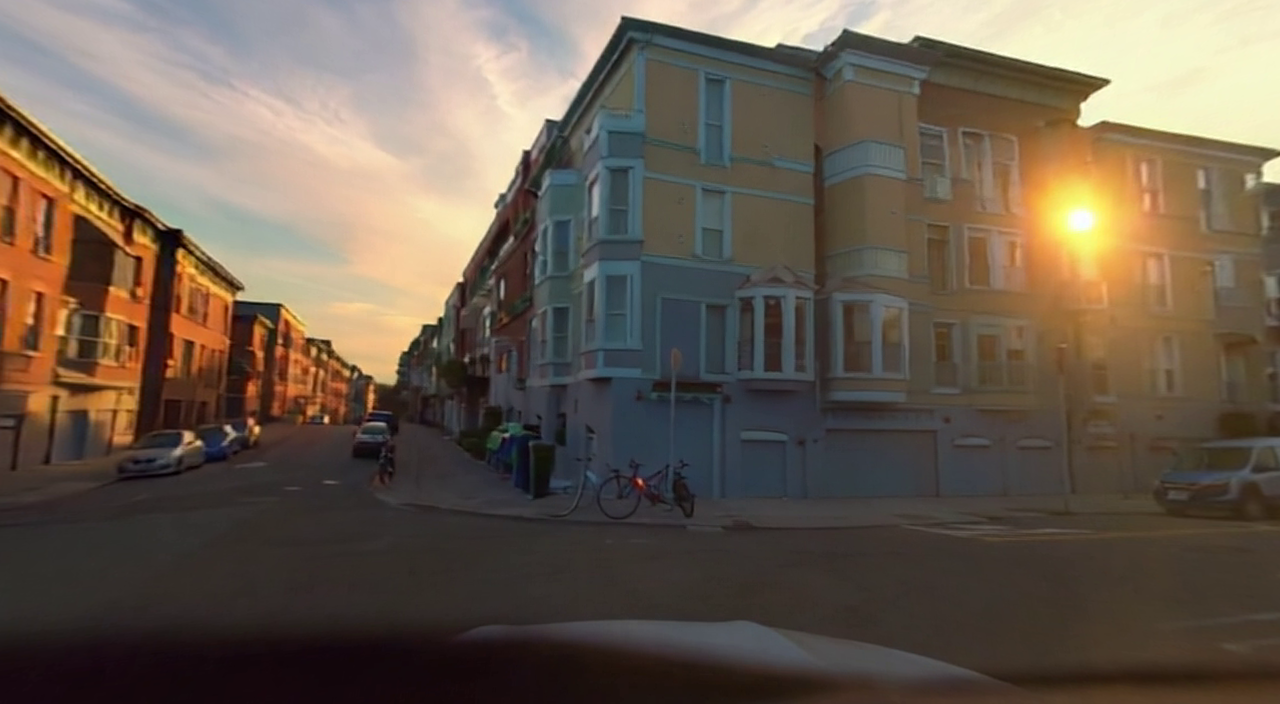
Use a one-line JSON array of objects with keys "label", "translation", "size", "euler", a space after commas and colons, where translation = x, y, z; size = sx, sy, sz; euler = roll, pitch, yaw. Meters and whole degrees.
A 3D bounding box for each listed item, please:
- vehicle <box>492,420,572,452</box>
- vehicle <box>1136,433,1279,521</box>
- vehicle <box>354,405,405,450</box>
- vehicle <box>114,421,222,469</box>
[{"label": "vehicle", "translation": [-5.076, 3.961, 29.616], "size": [3.404, 1.431, 1.641], "euler": [3, -8, -23]}, {"label": "vehicle", "translation": [11.986, 2.344, 12.210], "size": [3.414, 1.519, 1.719], "euler": [1, -8, -10]}, {"label": "vehicle", "translation": [-13.204, 3.814, 31.697], "size": [2.072, 2.074, 4.358], "euler": [3, -8, -25]}, {"label": "vehicle", "translation": [-15.485, 3.049, 20.869], "size": [1.897, 1.431, 3.741], "euler": [3, -8, -22]}]
